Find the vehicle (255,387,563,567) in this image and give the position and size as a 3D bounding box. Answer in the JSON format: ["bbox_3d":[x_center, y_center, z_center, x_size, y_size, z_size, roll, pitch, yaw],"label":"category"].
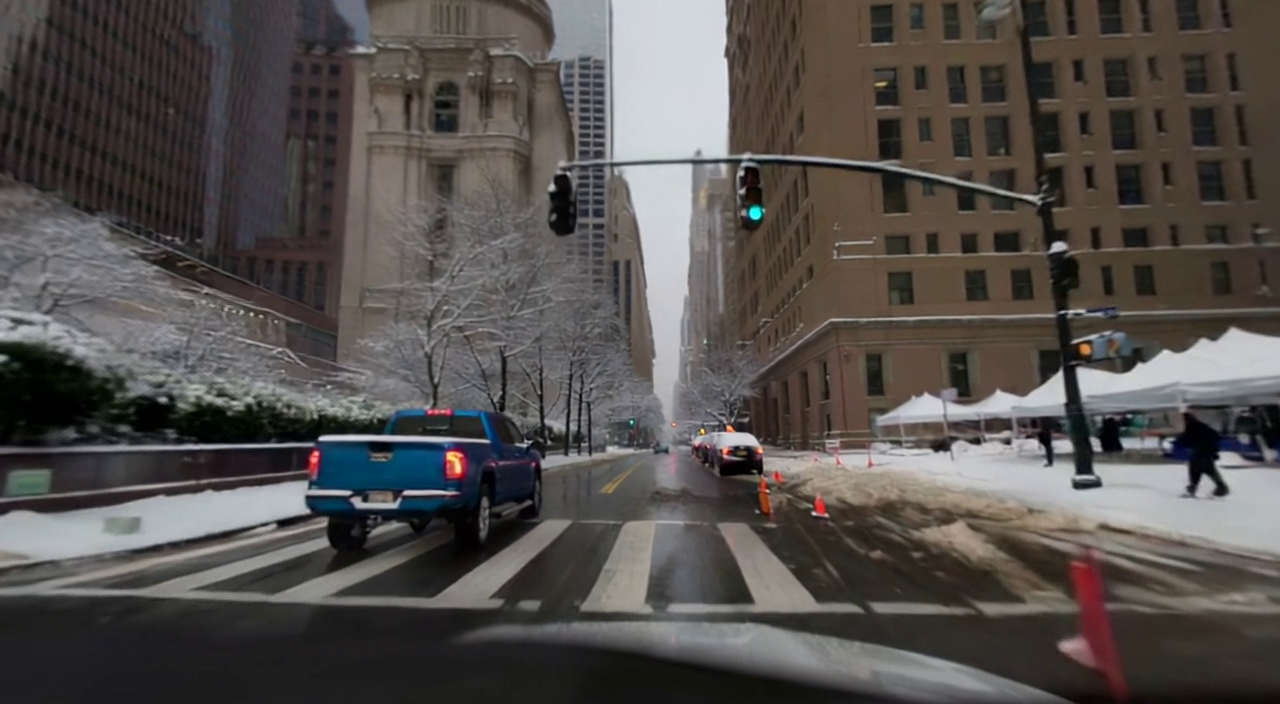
[{"bbox_3d":[-2.895,1.780,9.805,2.452,1.954,5.653,-1,-8,2],"label":"vehicle"}]

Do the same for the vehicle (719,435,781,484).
[{"bbox_3d":[3.933,3.880,23.106,2.023,1.607,4.225,-1,-8,7],"label":"vehicle"}]
